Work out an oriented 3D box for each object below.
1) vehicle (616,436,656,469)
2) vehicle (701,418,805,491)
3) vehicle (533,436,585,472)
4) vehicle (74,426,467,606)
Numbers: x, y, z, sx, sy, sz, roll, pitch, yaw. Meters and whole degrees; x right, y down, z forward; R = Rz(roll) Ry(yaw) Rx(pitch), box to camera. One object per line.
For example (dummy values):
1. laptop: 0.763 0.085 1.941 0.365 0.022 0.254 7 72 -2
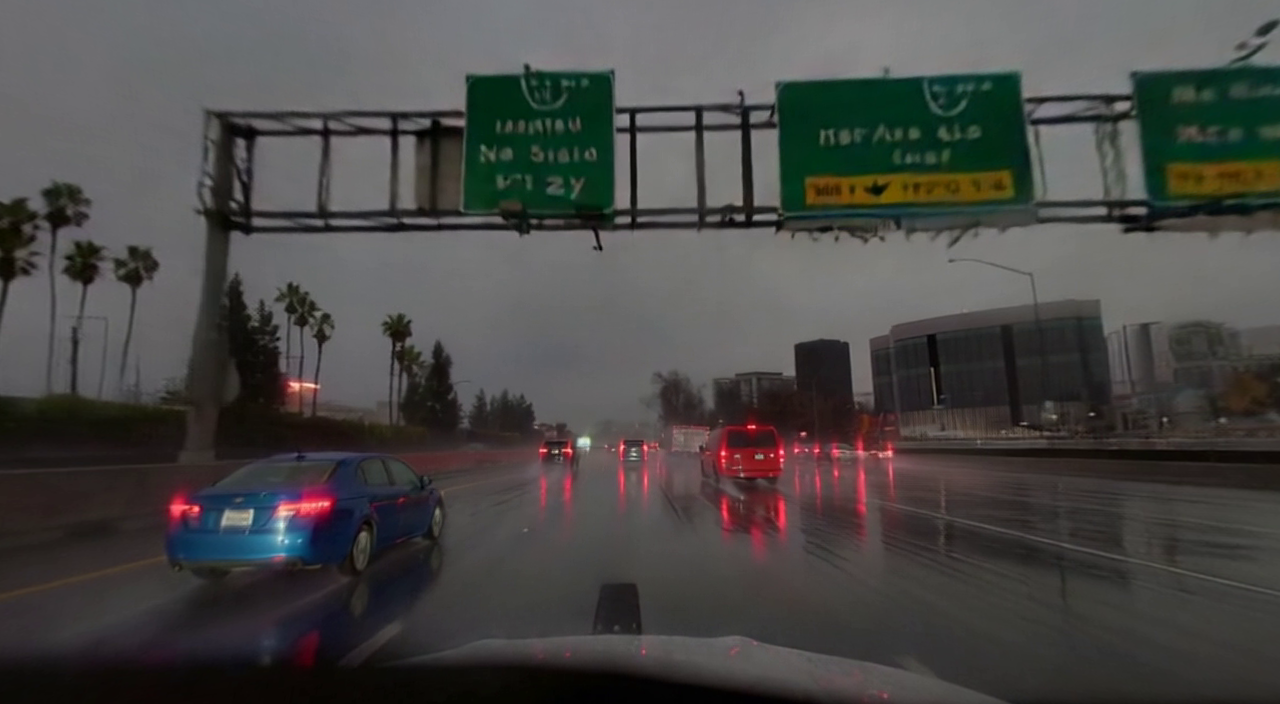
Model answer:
1. vehicle: -0.262 5.835 36.630 2.212 1.786 4.198 0 -9 -1
2. vehicle: 3.562 3.406 21.219 2.250 2.074 5.723 0 -9 -2
3. vehicle: -4.175 5.380 33.458 2.109 1.793 4.613 0 -9 0
4. vehicle: -3.649 1.688 7.451 1.991 1.469 4.381 0 -9 0
